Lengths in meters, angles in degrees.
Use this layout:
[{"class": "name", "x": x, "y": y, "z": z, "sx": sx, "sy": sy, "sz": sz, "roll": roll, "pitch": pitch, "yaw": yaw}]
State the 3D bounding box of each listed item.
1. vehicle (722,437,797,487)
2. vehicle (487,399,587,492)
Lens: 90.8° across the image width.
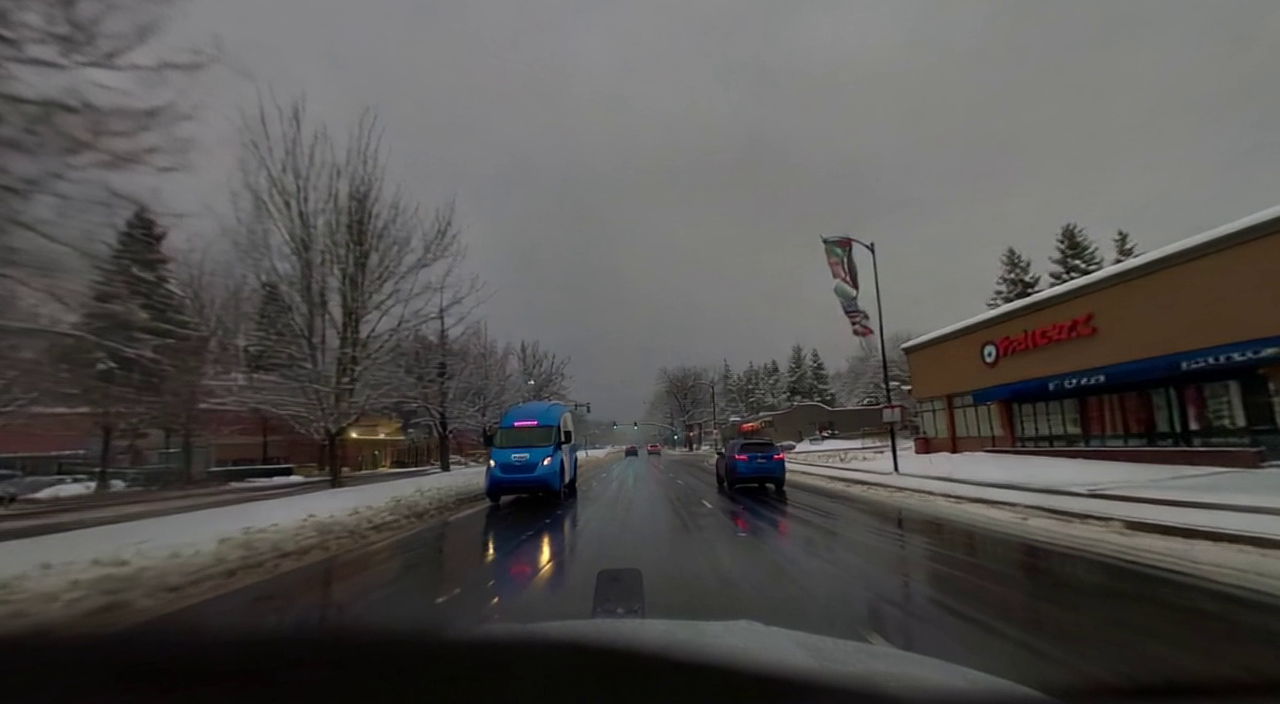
[{"class": "vehicle", "x": 4.311, "y": 4.042, "z": 23.448, "sx": 1.869, "sy": 1.646, "sz": 4.166, "roll": 0, "pitch": -9, "yaw": -2}, {"class": "vehicle", "x": -3.375, "y": 3.286, "z": 22.178, "sx": 2.443, "sy": 2.784, "sz": 5.862, "roll": 0, "pitch": -9, "yaw": 1}]
